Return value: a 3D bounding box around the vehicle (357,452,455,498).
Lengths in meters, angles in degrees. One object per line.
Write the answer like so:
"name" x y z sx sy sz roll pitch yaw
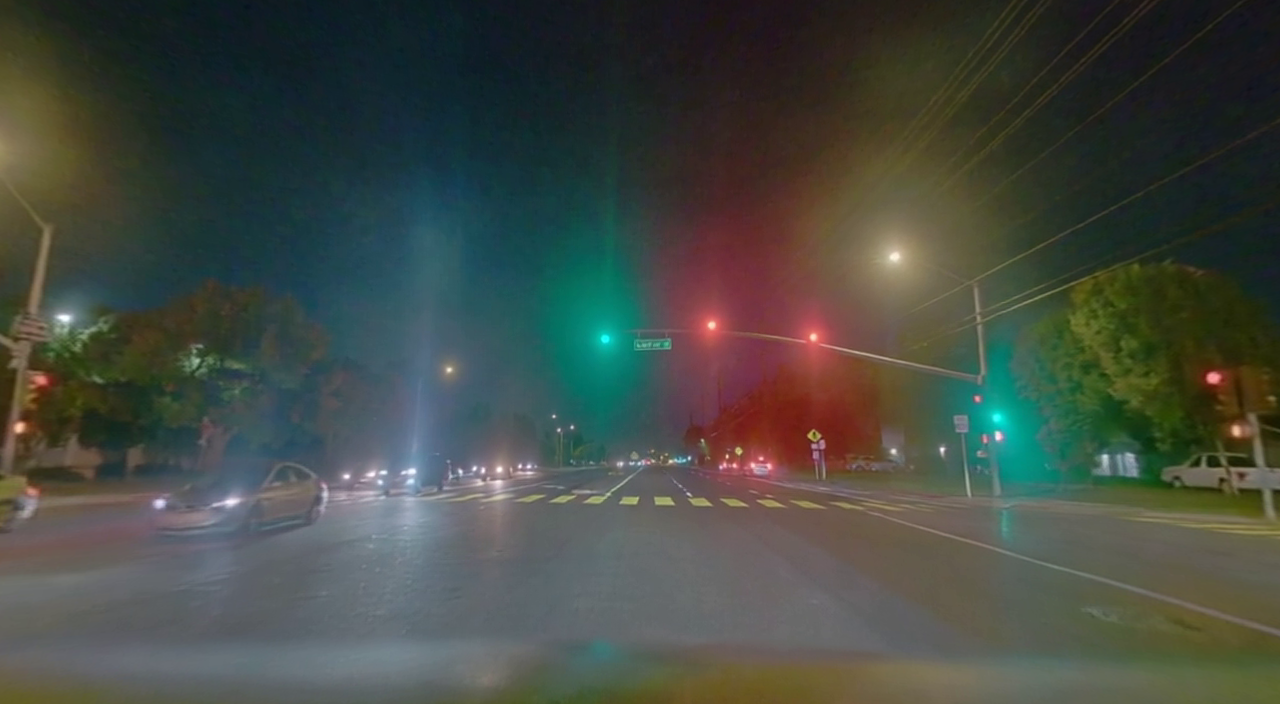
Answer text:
"vehicle" -10.470 5.505 28.744 2.249 1.825 5.378 0 -9 2

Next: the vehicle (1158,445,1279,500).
"vehicle" 25.395 4.943 26.235 2.177 2.086 5.514 2 -9 -14

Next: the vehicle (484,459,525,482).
"vehicle" -9.937 8.717 46.555 1.899 1.464 4.418 0 -9 2

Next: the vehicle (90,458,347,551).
"vehicle" -7.824 2.817 12.360 1.958 1.415 4.312 0 -9 2
